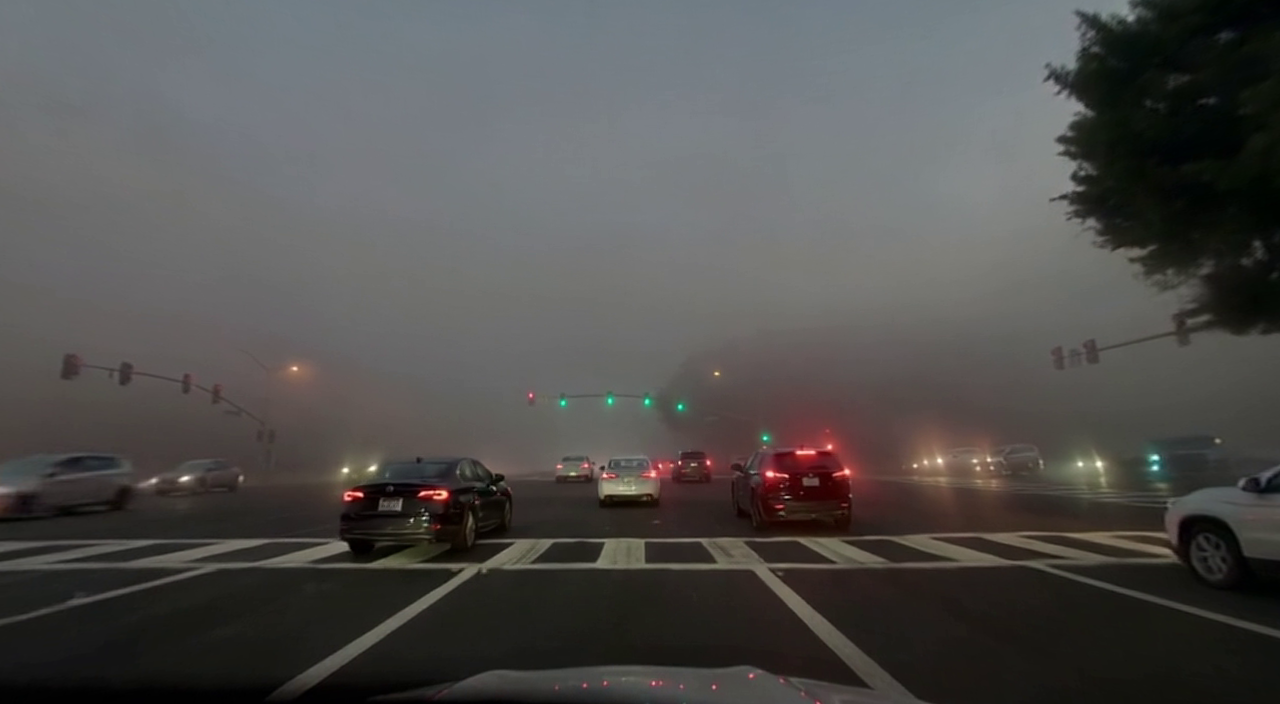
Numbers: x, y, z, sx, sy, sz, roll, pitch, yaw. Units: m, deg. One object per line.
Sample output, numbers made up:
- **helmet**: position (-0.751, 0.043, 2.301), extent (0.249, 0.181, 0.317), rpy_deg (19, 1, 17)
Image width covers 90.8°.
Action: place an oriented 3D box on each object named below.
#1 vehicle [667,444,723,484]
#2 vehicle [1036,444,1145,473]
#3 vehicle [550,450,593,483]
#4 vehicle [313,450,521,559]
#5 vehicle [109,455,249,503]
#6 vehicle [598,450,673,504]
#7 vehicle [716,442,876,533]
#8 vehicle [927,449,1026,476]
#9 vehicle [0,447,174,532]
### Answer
- **vehicle**: position (2.569, 5.388, 30.732), extent (2.138, 1.778, 4.422), rpy_deg (0, -8, -2)
- **vehicle**: position (23.698, 5.611, 33.326), extent (4.255, 1.465, 1.936), rpy_deg (0, -9, -3)
- **vehicle**: position (-3.869, 6.548, 36.426), extent (2.033, 1.714, 4.278), rpy_deg (0, -8, 0)
- **vehicle**: position (-3.549, 2.493, 11.133), extent (2.045, 1.463, 4.490), rpy_deg (0, -8, 0)
- **vehicle**: position (-17.982, 4.937, 24.996), extent (2.004, 1.600, 4.668), rpy_deg (0, -8, 0)
- **vehicle**: position (-0.193, 3.813, 19.777), extent (2.098, 1.461, 3.958), rpy_deg (0, -8, -2)
- **vehicle**: position (3.047, 2.746, 13.579), extent (1.996, 1.566, 4.917), rpy_deg (0, -8, -2)
- **vehicle**: position (19.313, 6.329, 36.412), extent (4.620, 1.446, 1.950), rpy_deg (0, -9, -3)
- **vehicle**: position (-14.502, 3.299, 15.831), extent (2.126, 1.785, 4.534), rpy_deg (0, -8, 0)
